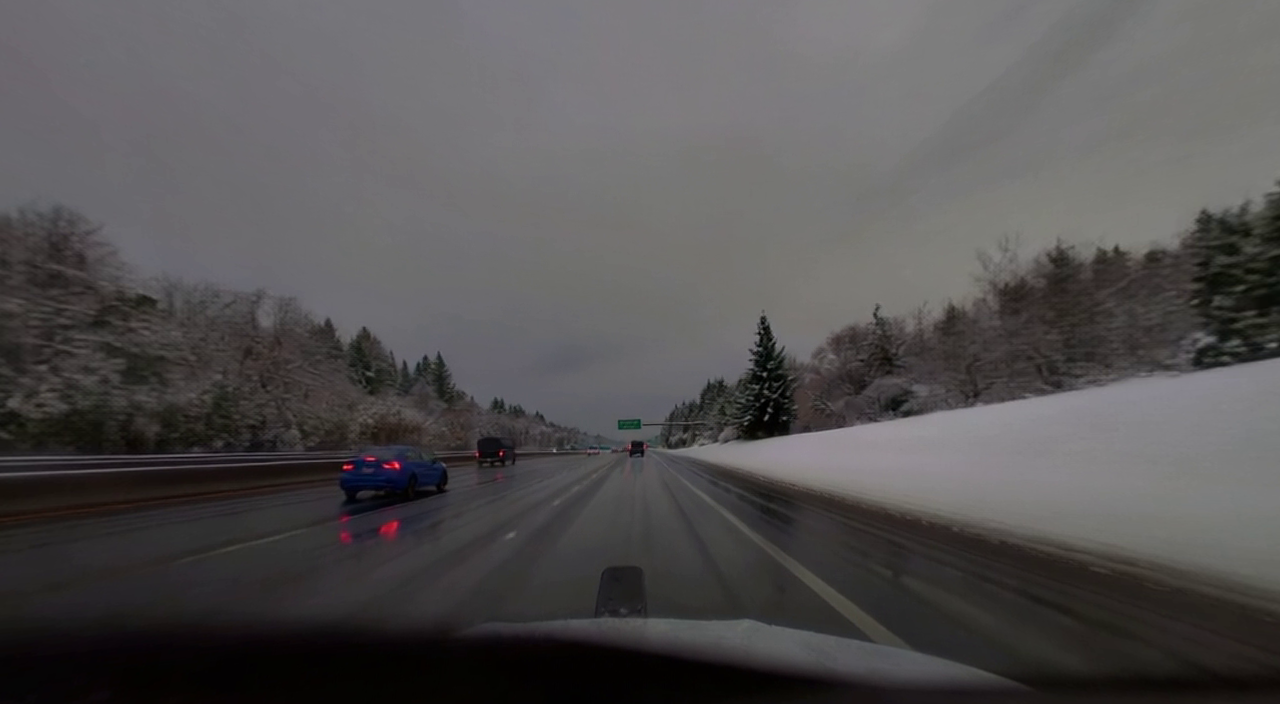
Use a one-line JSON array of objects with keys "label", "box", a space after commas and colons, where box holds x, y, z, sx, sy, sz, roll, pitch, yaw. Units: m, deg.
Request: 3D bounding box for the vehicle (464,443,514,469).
[{"label": "vehicle", "box": [-10.931, 7.545, 46.019, 2.249, 1.735, 5.018, -1, -8, 2]}]

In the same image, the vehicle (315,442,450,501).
[{"label": "vehicle", "box": [-7.400, 3.454, 18.741, 1.981, 1.486, 4.735, 0, -8, 0]}]
